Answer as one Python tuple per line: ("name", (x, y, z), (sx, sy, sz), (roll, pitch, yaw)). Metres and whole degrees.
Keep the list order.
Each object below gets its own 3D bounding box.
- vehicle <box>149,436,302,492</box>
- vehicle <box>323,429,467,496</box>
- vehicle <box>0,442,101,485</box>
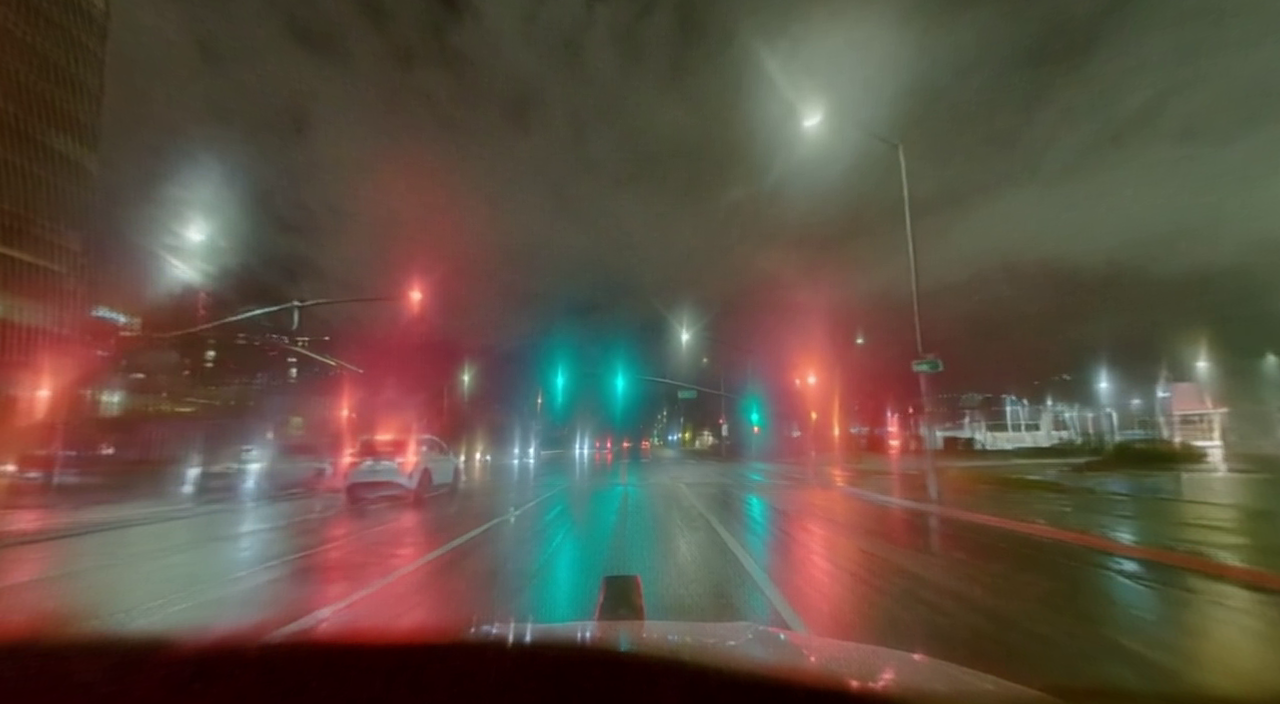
("vehicle", (-14.695, 3.976, 22.881), (2.167, 1.787, 4.882), (0, -9, 1))
("vehicle", (-6.891, 3.163, 18.422), (2.262, 1.708, 4.466), (0, -9, 2))
("vehicle", (-30.990, 5.697, 32.157), (4.957, 1.928, 2.203), (-2, -8, -5))
